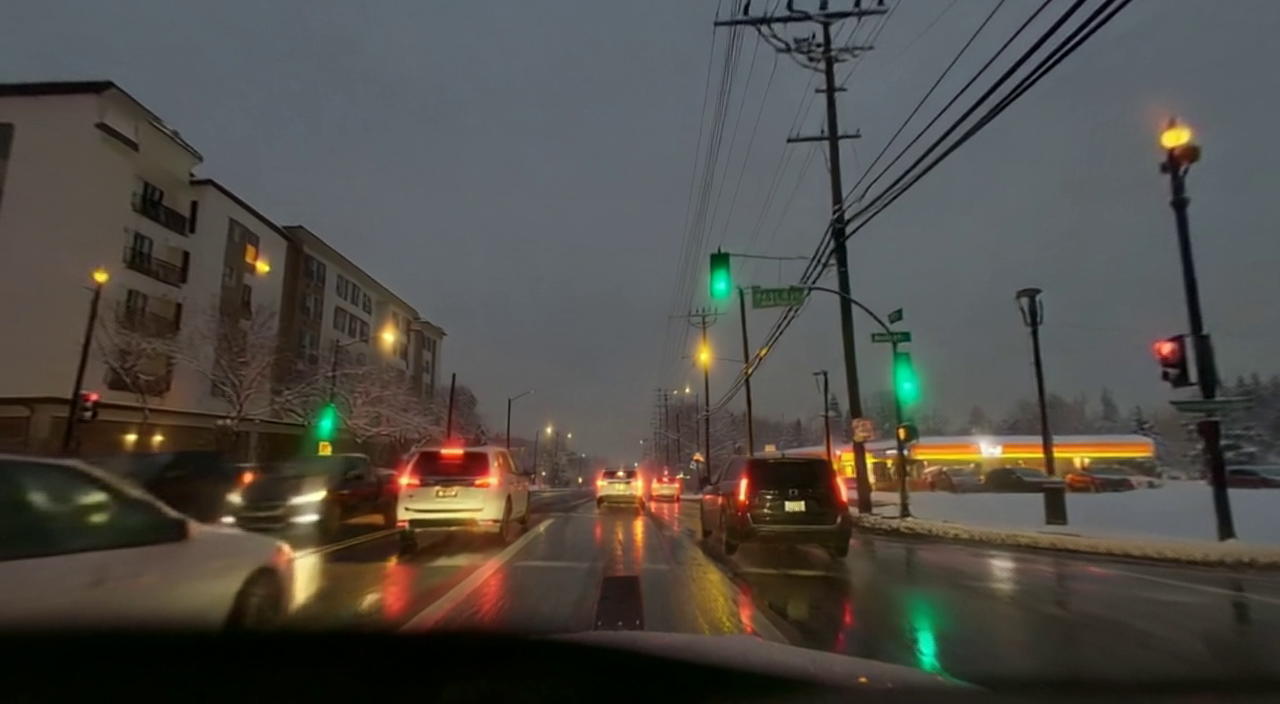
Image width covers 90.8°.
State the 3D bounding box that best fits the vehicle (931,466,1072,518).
[{"bbox_3d":[12.208,4.659,21.370,4.048,1.539,1.820,3,-10,-19],"label":"vehicle"}]

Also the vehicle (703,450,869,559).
[{"bbox_3d":[2.463,2.681,11.861,1.945,1.647,4.160,0,-9,-2],"label":"vehicle"}]

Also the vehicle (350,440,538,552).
[{"bbox_3d":[-3.405,2.591,12.100,2.221,1.706,4.451,0,-9,-1],"label":"vehicle"}]

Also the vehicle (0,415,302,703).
[{"bbox_3d":[-3.107,0.915,1.878,1.932,1.458,4.330,0,-9,-2],"label":"vehicle"}]

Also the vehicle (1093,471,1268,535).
[{"bbox_3d":[15.767,4.372,18.847,1.959,1.482,4.664,-2,-9,13],"label":"vehicle"}]

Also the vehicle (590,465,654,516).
[{"bbox_3d":[-0.623,4.705,21.796,1.999,1.487,3.939,0,-9,-2],"label":"vehicle"}]

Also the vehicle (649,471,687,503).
[{"bbox_3d":[1.687,8.337,39.272,1.953,1.687,4.094,0,-9,-3],"label":"vehicle"}]
